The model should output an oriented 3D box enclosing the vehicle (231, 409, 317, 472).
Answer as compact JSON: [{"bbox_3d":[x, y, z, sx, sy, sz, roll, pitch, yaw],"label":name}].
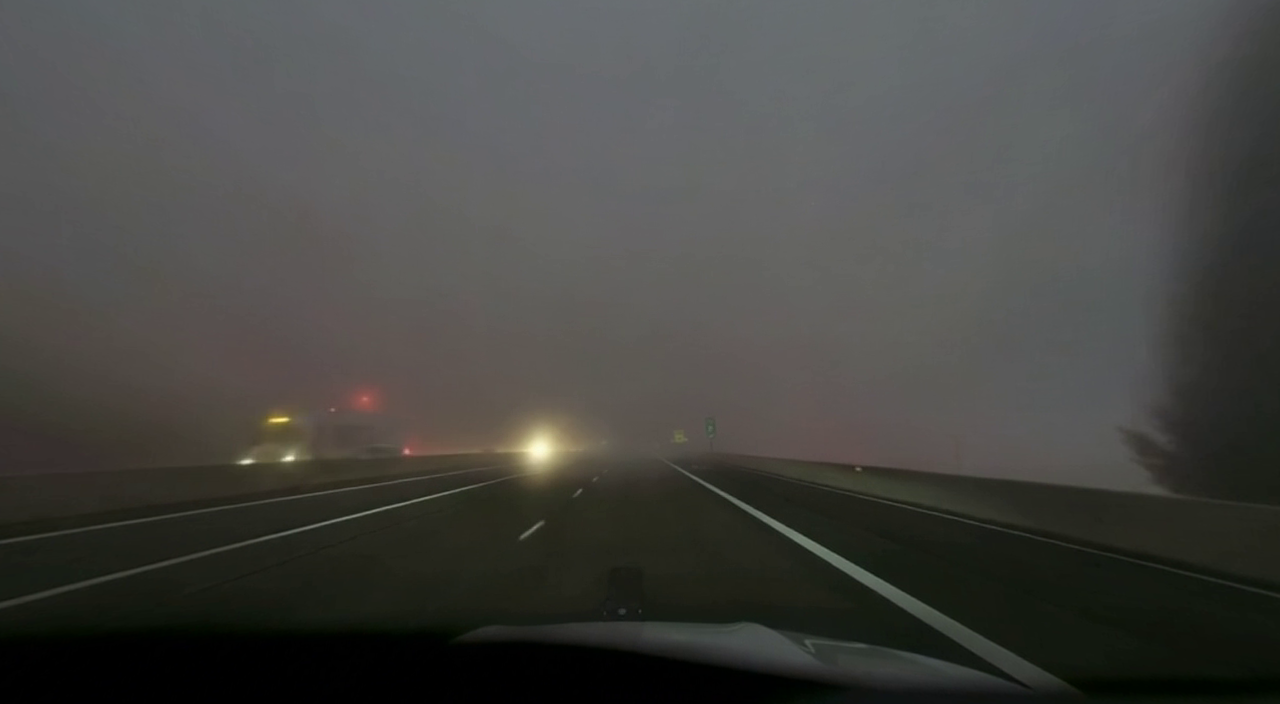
[{"bbox_3d":[-22.631,5.524,39.200,3.182,3.718,3.135,0,-9,0],"label":"vehicle"}]

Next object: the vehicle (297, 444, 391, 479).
[{"bbox_3d":[-14.674,5.450,31.677,2.157,1.578,5.139,0,-9,1],"label":"vehicle"}]
